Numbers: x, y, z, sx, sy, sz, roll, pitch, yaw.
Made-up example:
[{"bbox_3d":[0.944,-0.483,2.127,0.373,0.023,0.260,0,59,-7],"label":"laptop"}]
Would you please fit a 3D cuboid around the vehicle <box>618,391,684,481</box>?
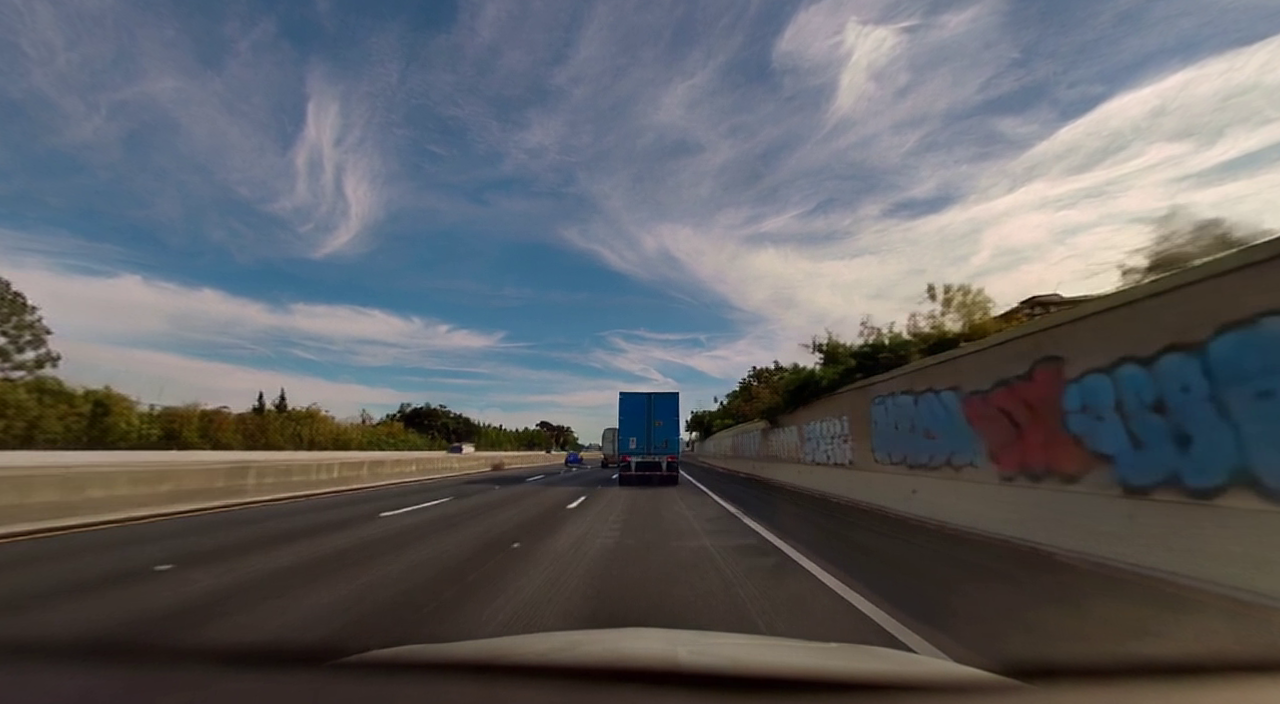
[{"bbox_3d":[0.571,4.625,33.994,2.997,4.069,10.871,0,-9,1],"label":"vehicle"}]
